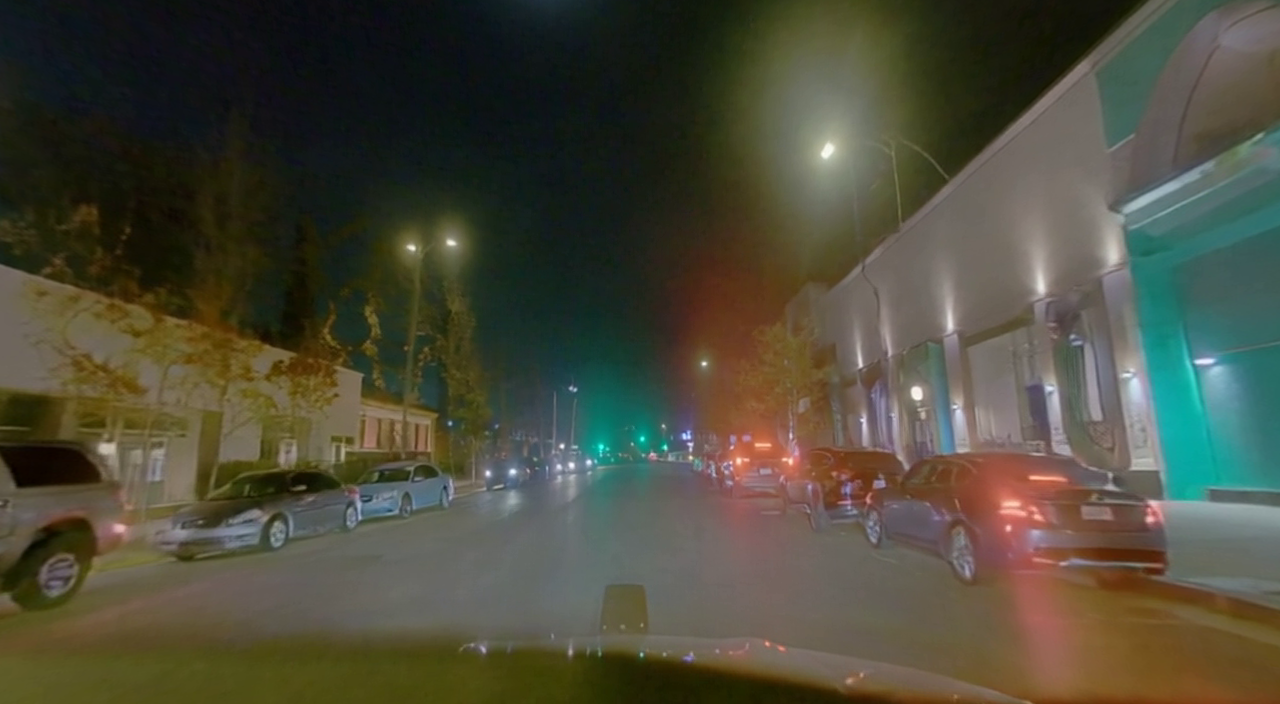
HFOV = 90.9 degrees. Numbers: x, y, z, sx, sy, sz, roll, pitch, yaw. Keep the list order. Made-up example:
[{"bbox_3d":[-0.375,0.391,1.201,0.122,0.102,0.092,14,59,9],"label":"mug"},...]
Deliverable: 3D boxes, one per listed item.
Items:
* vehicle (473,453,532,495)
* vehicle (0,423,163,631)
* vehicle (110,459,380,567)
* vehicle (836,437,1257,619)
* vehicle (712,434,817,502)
[{"bbox_3d":[-6.808,6.062,31.824,1.996,1.770,5.518,-1,-8,-2],"label":"vehicle"},{"bbox_3d":[-7.000,1.591,5.438,2.238,1.891,4.780,-1,-7,-4],"label":"vehicle"},{"bbox_3d":[-7.117,2.897,12.198,2.001,1.502,4.851,-1,-8,1],"label":"vehicle"},{"bbox_3d":[4.192,1.854,7.800,1.973,1.494,4.867,0,-9,0],"label":"vehicle"},{"bbox_3d":[4.030,3.885,21.592,2.390,2.005,5.276,0,-9,-1],"label":"vehicle"}]
